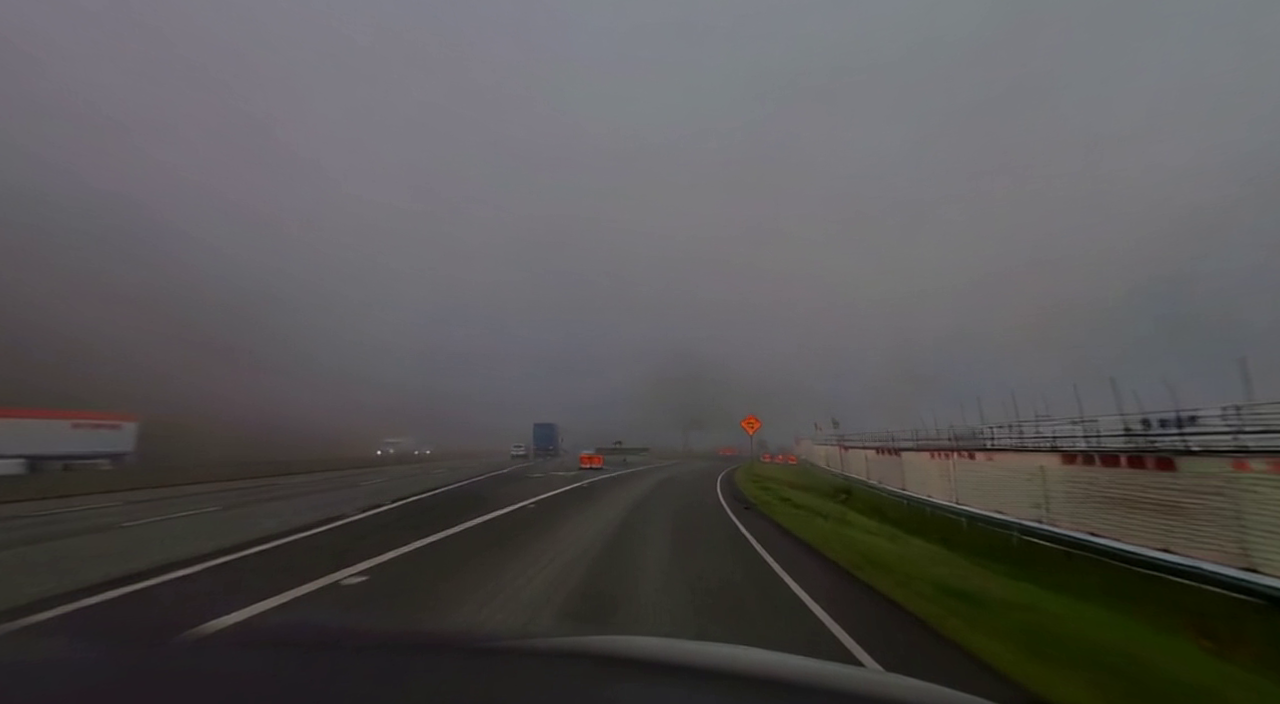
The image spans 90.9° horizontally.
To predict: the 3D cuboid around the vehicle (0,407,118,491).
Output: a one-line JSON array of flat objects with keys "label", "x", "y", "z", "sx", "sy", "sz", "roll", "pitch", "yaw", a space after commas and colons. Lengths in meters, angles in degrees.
[{"label": "vehicle", "x": -32.552, "y": 4.730, "z": 30.738, "sx": 2.880, "sy": 4.029, "sz": 14.388, "roll": 0, "pitch": -9, "yaw": -4}]
